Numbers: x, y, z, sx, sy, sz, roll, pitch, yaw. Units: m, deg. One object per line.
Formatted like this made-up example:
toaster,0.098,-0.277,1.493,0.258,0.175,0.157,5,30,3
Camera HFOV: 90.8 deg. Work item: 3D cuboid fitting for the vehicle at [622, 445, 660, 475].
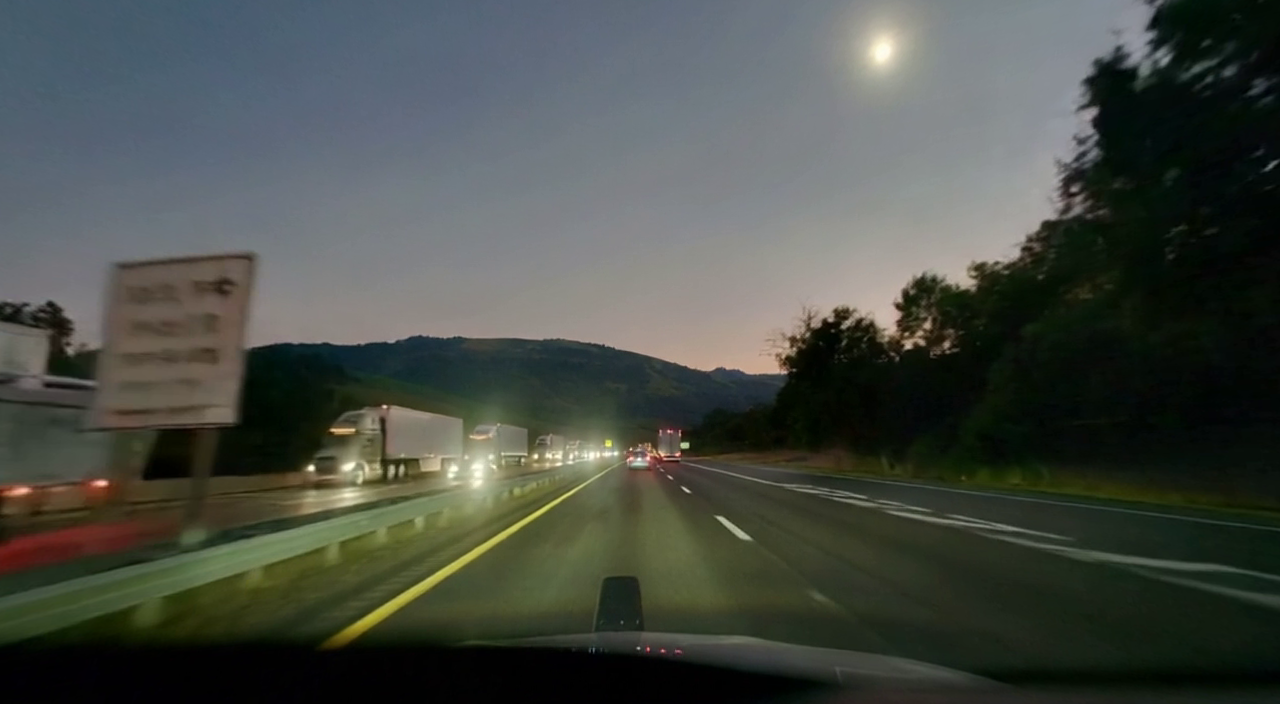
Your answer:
vehicle,0.037,6.427,37.676,2.137,1.689,4.051,0,-9,-1

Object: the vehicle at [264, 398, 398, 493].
vehicle,-14.244,4.418,29.757,2.937,3.963,5.873,-1,-9,3

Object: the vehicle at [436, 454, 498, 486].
vehicle,-8.526,5.839,31.532,1.911,1.442,4.392,0,-9,-1
